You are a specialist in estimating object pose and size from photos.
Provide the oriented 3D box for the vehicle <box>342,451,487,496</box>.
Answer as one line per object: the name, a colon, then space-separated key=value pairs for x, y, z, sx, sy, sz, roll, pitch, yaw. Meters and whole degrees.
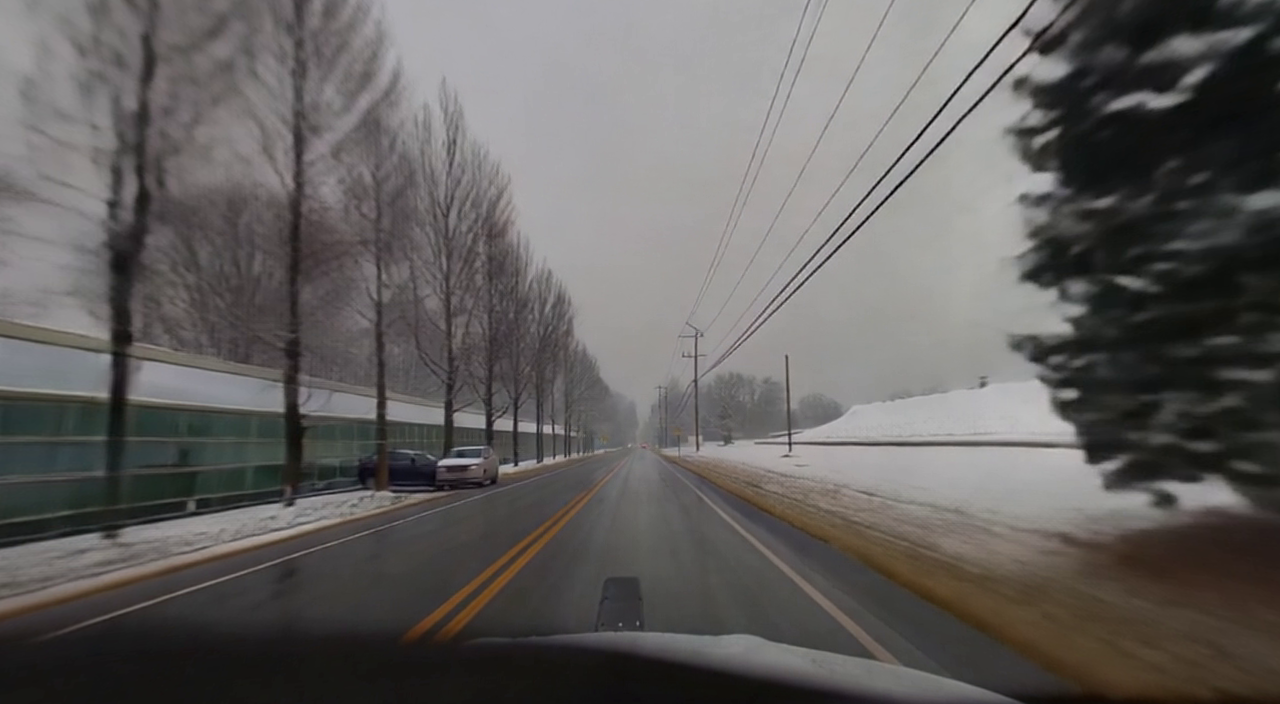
vehicle: x=-8.139 y=4.415 z=23.108 sx=4.525 sy=1.499 sz=1.934 roll=-1 pitch=-8 yaw=1
